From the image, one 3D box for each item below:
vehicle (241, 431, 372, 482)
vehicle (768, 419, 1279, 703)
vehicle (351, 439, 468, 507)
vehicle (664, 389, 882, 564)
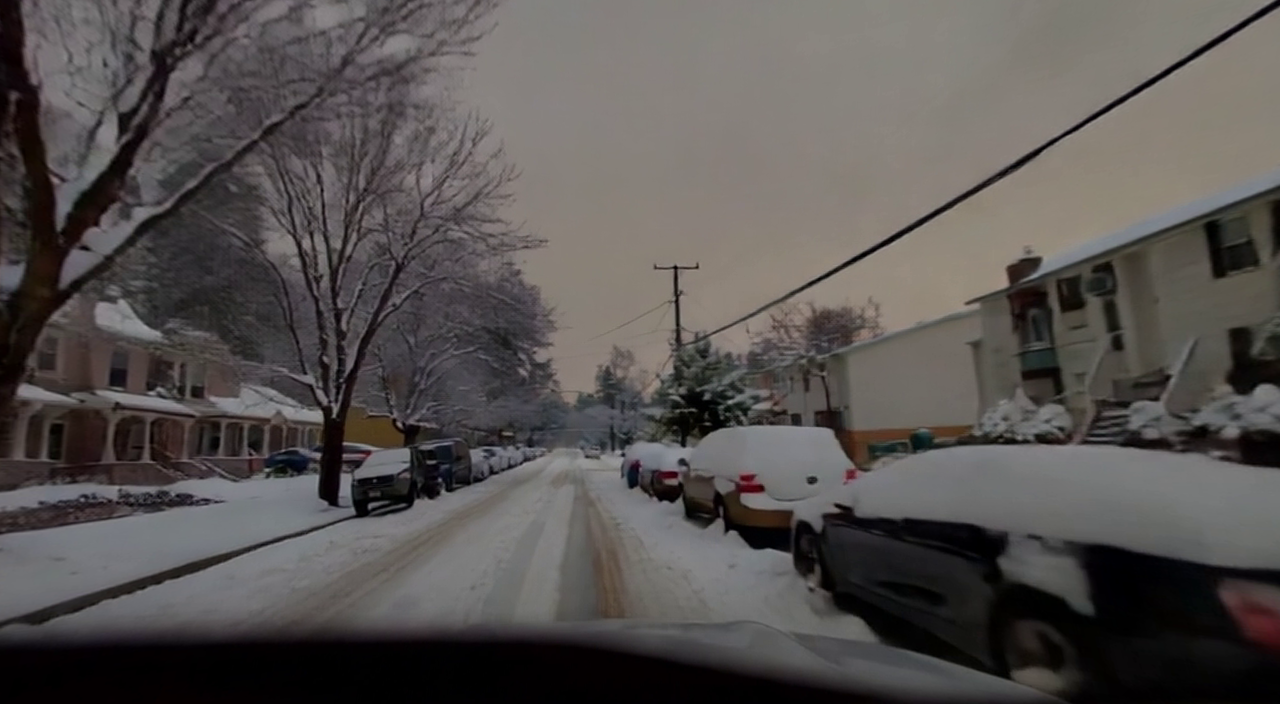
[{"bbox_3d":[-13.202,4.122,25.165,4.153,1.550,2.029,-1,-2,-8],"label":"vehicle"},{"bbox_3d":[2.440,1.161,3.825,1.828,1.442,4.476,-1,-7,-8],"label":"vehicle"},{"bbox_3d":[-6.109,3.204,17.318,1.908,1.493,4.806,3,-8,-7],"label":"vehicle"},{"bbox_3d":[1.790,1.838,10.438,1.993,2.129,4.893,-1,-7,-7],"label":"vehicle"}]
